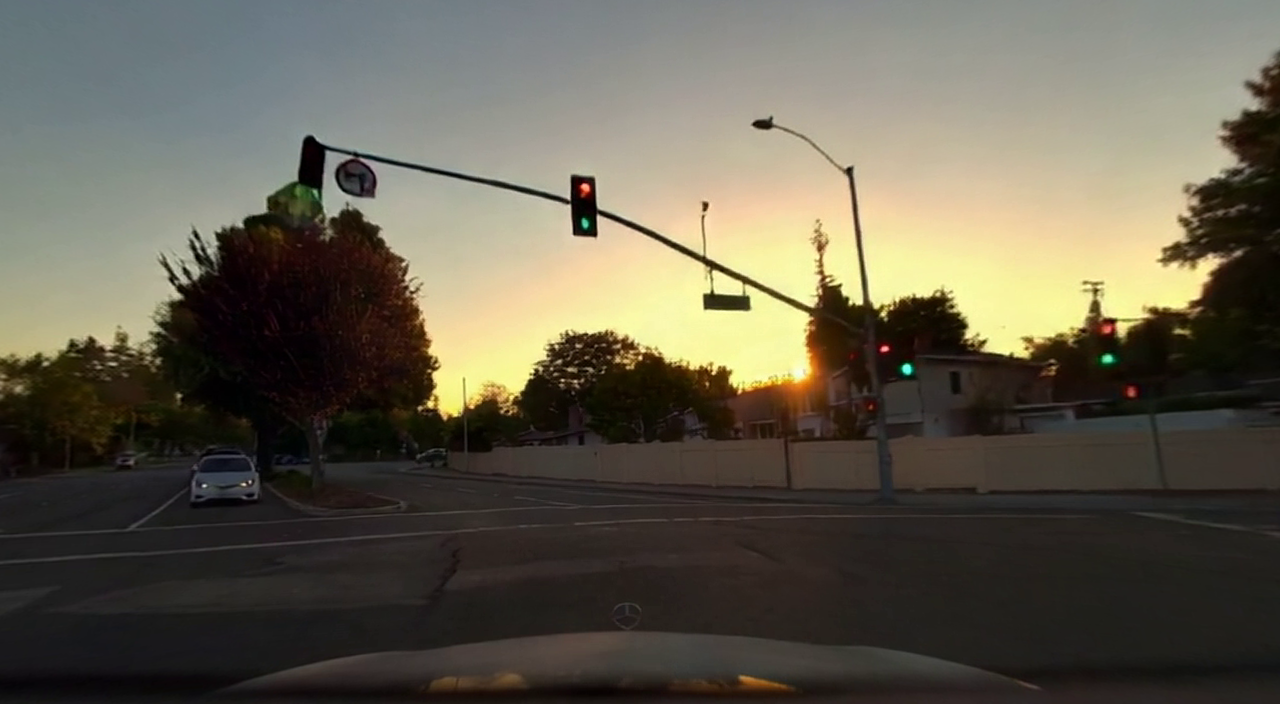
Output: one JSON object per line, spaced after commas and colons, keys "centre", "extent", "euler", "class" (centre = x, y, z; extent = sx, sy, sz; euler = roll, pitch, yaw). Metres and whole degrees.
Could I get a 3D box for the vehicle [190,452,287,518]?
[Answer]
{"centre": [-11.074, 3.523, 17.296], "extent": [1.912, 1.464, 4.652], "euler": [5, -10, -33], "class": "vehicle"}
